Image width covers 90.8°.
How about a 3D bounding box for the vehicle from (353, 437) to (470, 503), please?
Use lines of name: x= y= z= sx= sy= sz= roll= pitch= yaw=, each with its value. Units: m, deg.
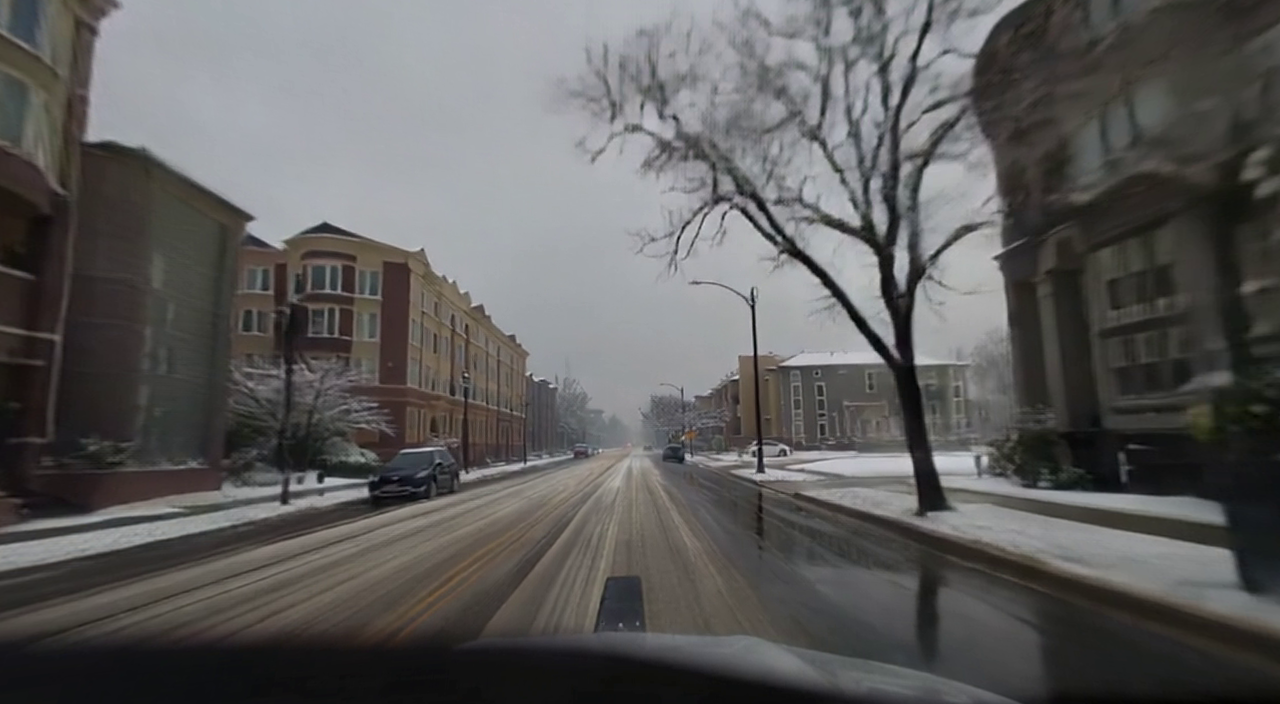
vehicle: x=-6.675 y=3.500 z=18.994 sx=1.946 sy=1.640 sz=4.430 roll=-3 pitch=-9 yaw=-1
